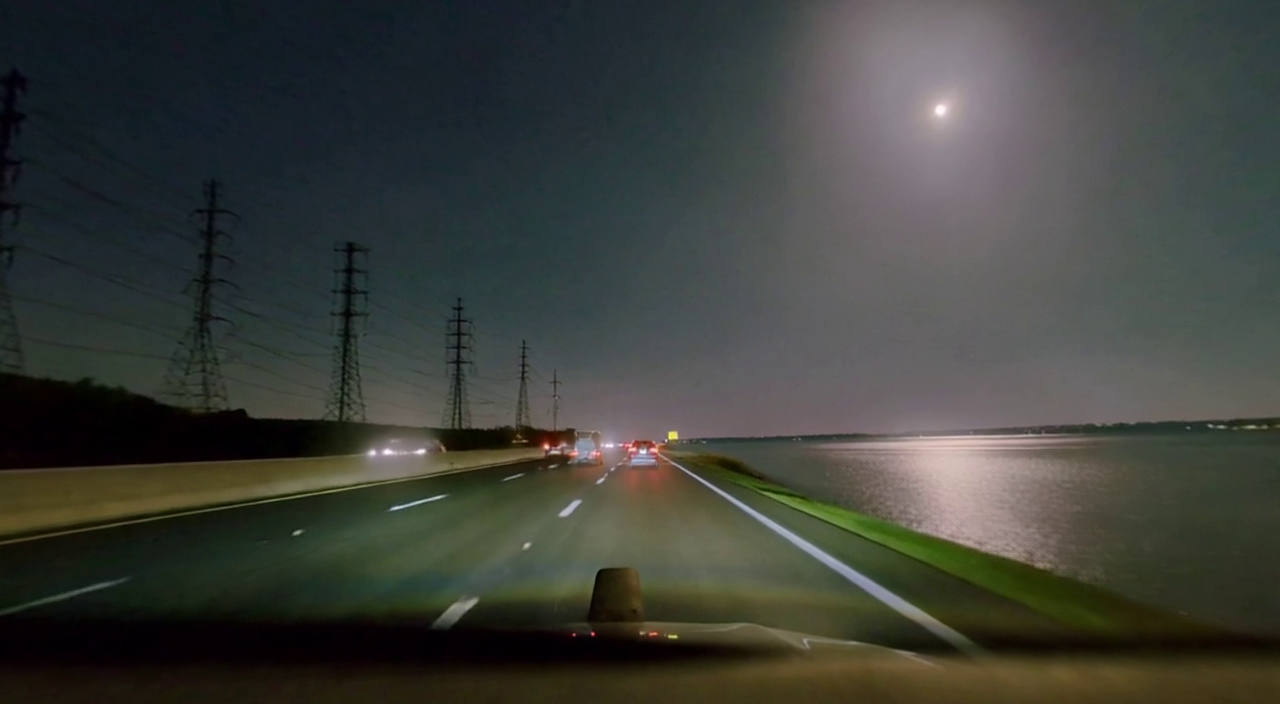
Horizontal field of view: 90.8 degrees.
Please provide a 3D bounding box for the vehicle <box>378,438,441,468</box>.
[{"bbox_3d":[-14.005,6.166,38.683,2.074,1.658,4.900,0,-8,-1],"label":"vehicle"}]

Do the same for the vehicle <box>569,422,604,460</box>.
[{"bbox_3d":[-3.640,6.139,43.442,2.178,2.522,2.054,0,-8,1],"label":"vehicle"}]

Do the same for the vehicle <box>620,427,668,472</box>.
[{"bbox_3d":[0.214,5.150,33.486,2.358,2.144,4.713,0,-8,0],"label":"vehicle"}]
